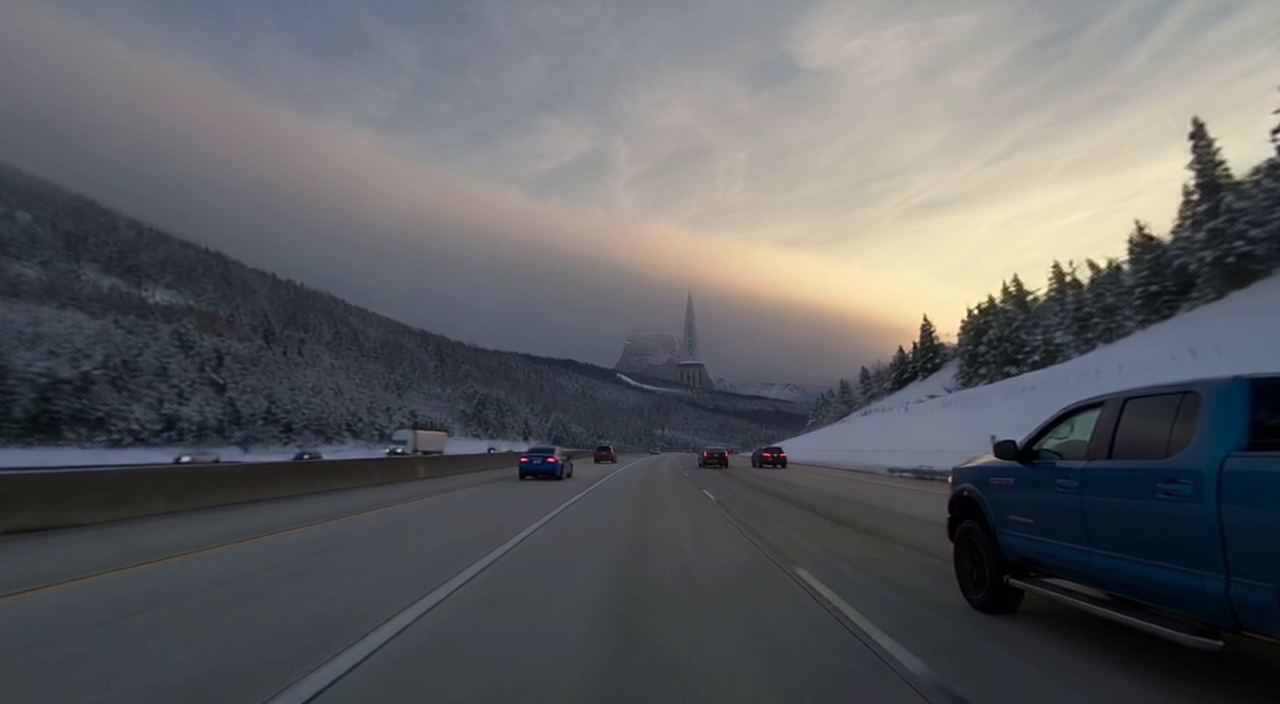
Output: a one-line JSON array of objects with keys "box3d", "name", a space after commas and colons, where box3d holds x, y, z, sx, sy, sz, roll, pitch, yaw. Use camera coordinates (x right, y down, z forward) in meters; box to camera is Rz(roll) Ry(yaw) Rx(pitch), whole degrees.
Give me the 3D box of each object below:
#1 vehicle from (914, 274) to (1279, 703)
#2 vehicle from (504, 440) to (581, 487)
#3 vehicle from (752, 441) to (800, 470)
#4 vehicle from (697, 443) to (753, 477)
[{"box3d": [3.442, 0.757, 2.872, 2.098, 1.925, 5.171, 0, -8, 1], "name": "vehicle"}, {"box3d": [-3.630, 4.254, 24.437, 2.113, 1.636, 4.494, -1, -8, 2], "name": "vehicle"}, {"box3d": [8.274, 6.311, 38.745, 1.986, 1.633, 4.430, 0, -8, 1], "name": "vehicle"}, {"box3d": [3.950, 5.090, 29.914, 2.046, 1.471, 4.333, 0, -8, 0], "name": "vehicle"}]
